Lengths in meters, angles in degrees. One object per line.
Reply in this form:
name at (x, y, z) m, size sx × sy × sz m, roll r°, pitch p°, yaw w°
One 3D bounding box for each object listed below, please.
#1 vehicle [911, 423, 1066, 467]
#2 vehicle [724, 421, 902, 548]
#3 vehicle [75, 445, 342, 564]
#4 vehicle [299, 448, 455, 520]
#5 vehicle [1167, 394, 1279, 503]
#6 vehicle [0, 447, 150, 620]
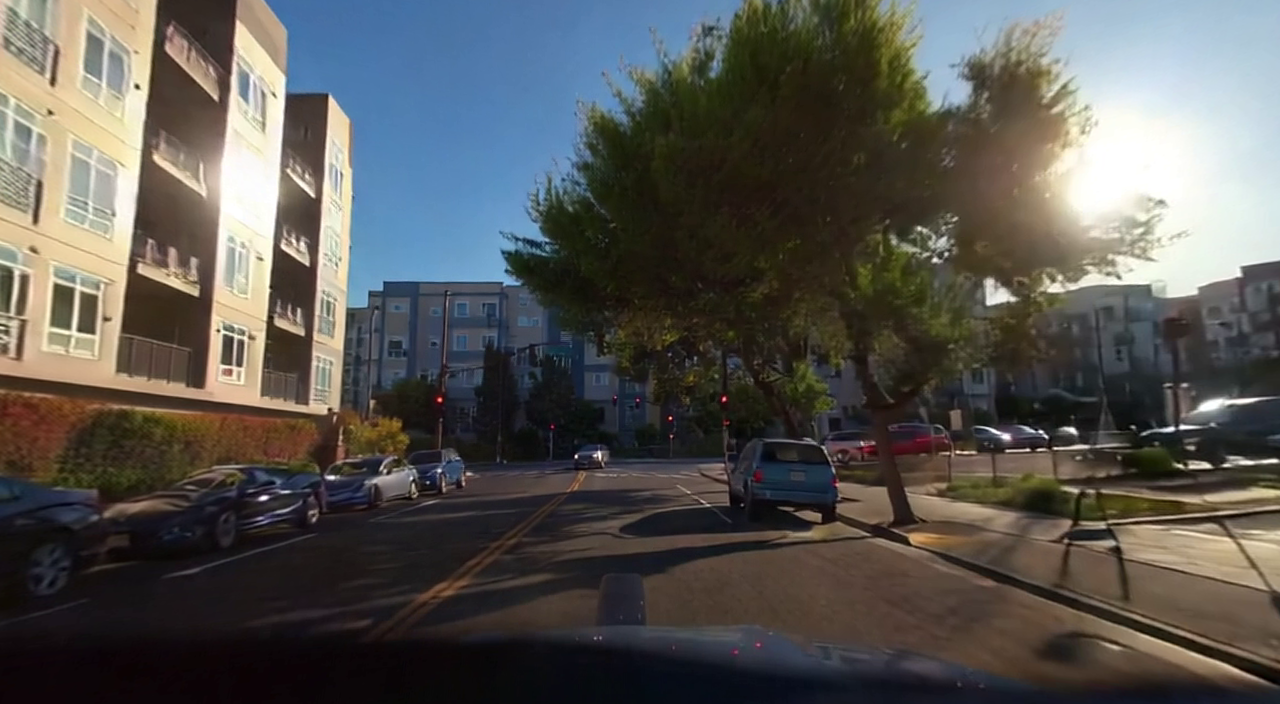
vehicle at (12.123, 3.256, 22.163) m, size 4.348 × 1.439 × 1.907 m, roll 0°, pitch -8°, yaw -5°
vehicle at (3.013, 2.328, 12.299) m, size 2.034 × 1.689 × 4.978 m, roll 0°, pitch -3°, yaw -1°
vehicle at (-6.573, 2.286, 10.223) m, size 1.713 × 1.531 × 3.685 m, roll 0°, pitch -8°, yaw -1°
vehicle at (-6.270, 3.165, 15.759) m, size 1.934 × 1.484 × 4.630 m, roll 0°, pitch -8°, yaw -1°
vehicle at (12.733, 1.719, 11.432) m, size 4.591 × 1.785 × 1.921 m, roll 0°, pitch -8°, yaw 0°
vehicle at (-6.374, 1.485, 4.873) m, size 1.789 × 1.462 × 4.313 m, roll 0°, pitch -8°, yaw -1°
